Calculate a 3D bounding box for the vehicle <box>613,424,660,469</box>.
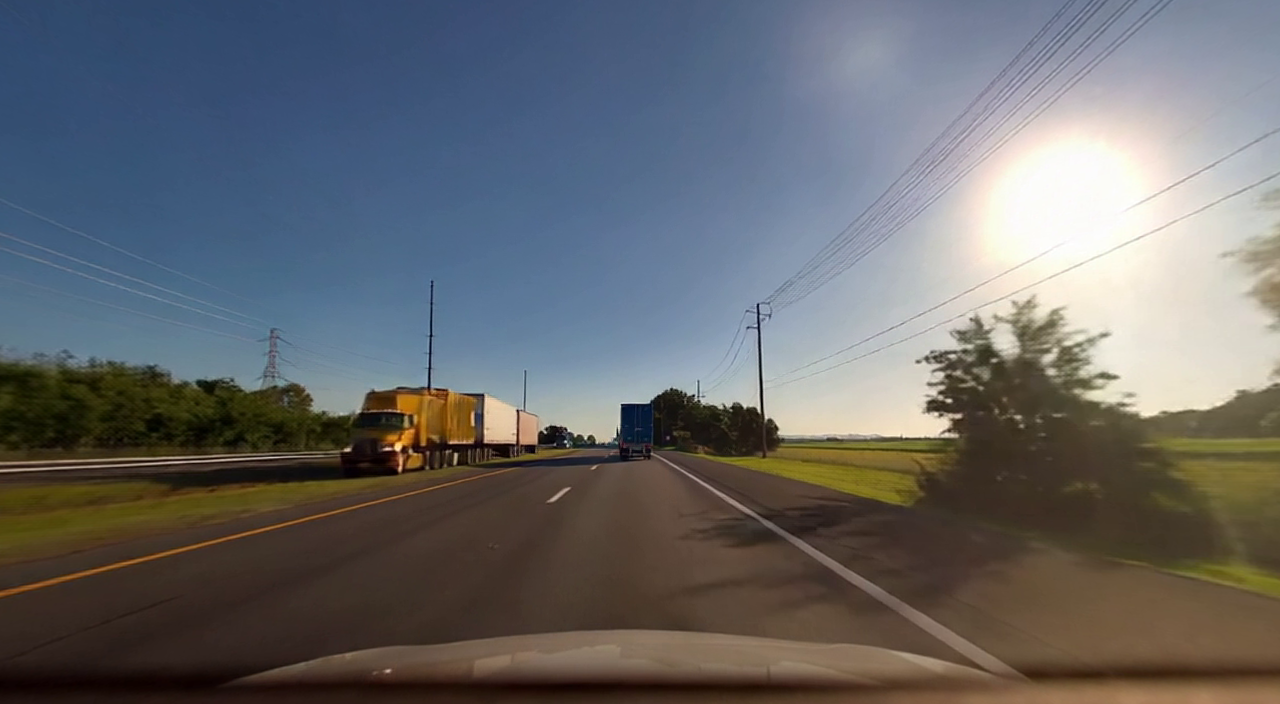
[{"bbox_3d":[-0.263,4.885,32.753,2.240,2.129,4.480,0,-8,-2],"label":"vehicle"}]
